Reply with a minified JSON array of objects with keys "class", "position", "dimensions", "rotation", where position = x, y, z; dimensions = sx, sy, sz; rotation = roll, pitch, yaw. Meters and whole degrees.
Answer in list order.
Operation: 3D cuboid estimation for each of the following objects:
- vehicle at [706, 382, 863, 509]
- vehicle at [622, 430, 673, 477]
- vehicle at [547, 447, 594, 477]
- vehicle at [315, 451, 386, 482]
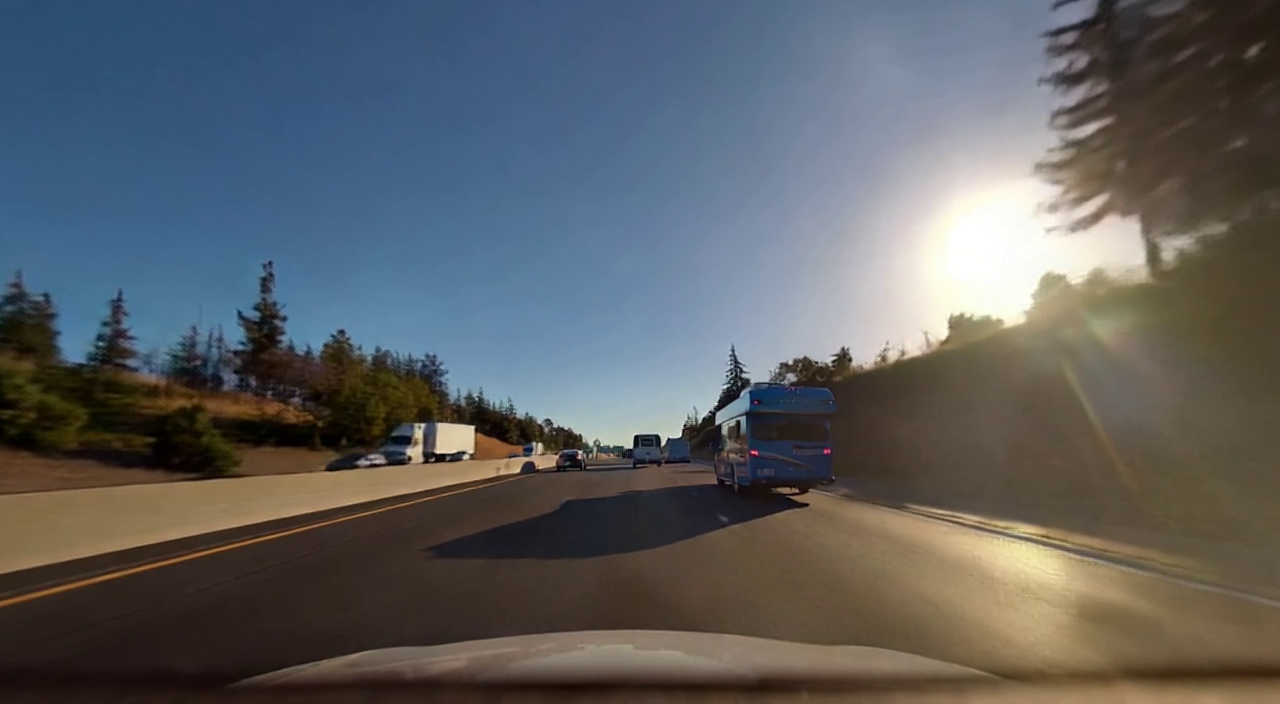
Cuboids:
[{"class":"vehicle","position":[3.723,2.711,18.275],"dimensions":[2.607,2.910,7.252],"rotation":[0,-9,-2]},{"class":"vehicle","position":[0.380,5.409,33.807],"dimensions":[2.524,2.310,4.986],"rotation":[0,-9,0]},{"class":"vehicle","position":[-3.675,5.901,34.160],"dimensions":[1.959,1.502,4.559],"rotation":[0,-9,1]},{"class":"vehicle","position":[-15.354,6.078,33.730],"dimensions":[1.810,1.482,4.172],"rotation":[0,-9,0]}]
